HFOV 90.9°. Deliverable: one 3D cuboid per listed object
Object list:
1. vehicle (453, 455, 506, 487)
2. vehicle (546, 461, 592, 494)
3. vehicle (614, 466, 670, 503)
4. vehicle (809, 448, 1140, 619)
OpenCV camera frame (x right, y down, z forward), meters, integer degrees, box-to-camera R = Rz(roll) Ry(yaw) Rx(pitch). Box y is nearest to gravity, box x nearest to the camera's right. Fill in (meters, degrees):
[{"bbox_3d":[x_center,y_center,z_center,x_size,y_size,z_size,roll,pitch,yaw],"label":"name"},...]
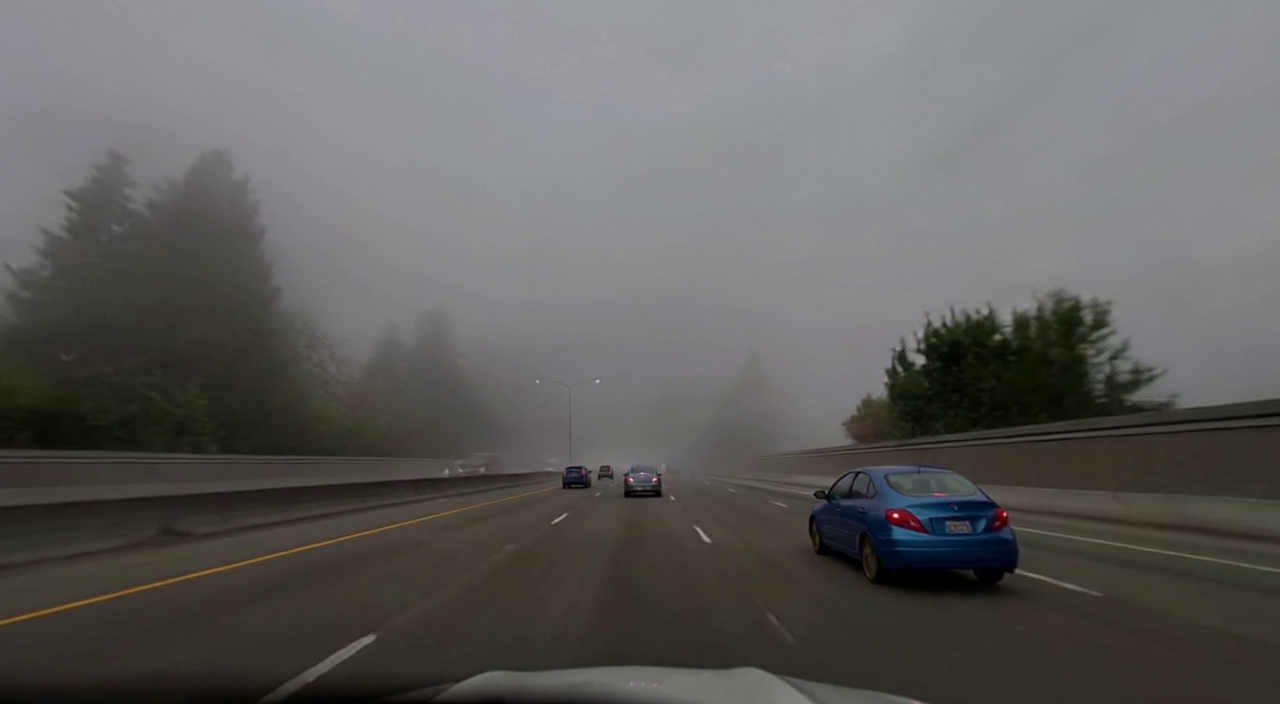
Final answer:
[{"bbox_3d":[-11.998,8.963,47.525,2.405,2.227,5.519,0,-10,1],"label":"vehicle"},{"bbox_3d":[-3.933,7.082,35.676,2.021,1.706,4.247,1,-10,1],"label":"vehicle"},{"bbox_3d":[0.093,5.693,27.296,2.241,1.425,3.973,1,-10,0],"label":"vehicle"},{"bbox_3d":[3.653,2.051,7.854,1.938,1.561,3.786,1,-10,-1],"label":"vehicle"}]
